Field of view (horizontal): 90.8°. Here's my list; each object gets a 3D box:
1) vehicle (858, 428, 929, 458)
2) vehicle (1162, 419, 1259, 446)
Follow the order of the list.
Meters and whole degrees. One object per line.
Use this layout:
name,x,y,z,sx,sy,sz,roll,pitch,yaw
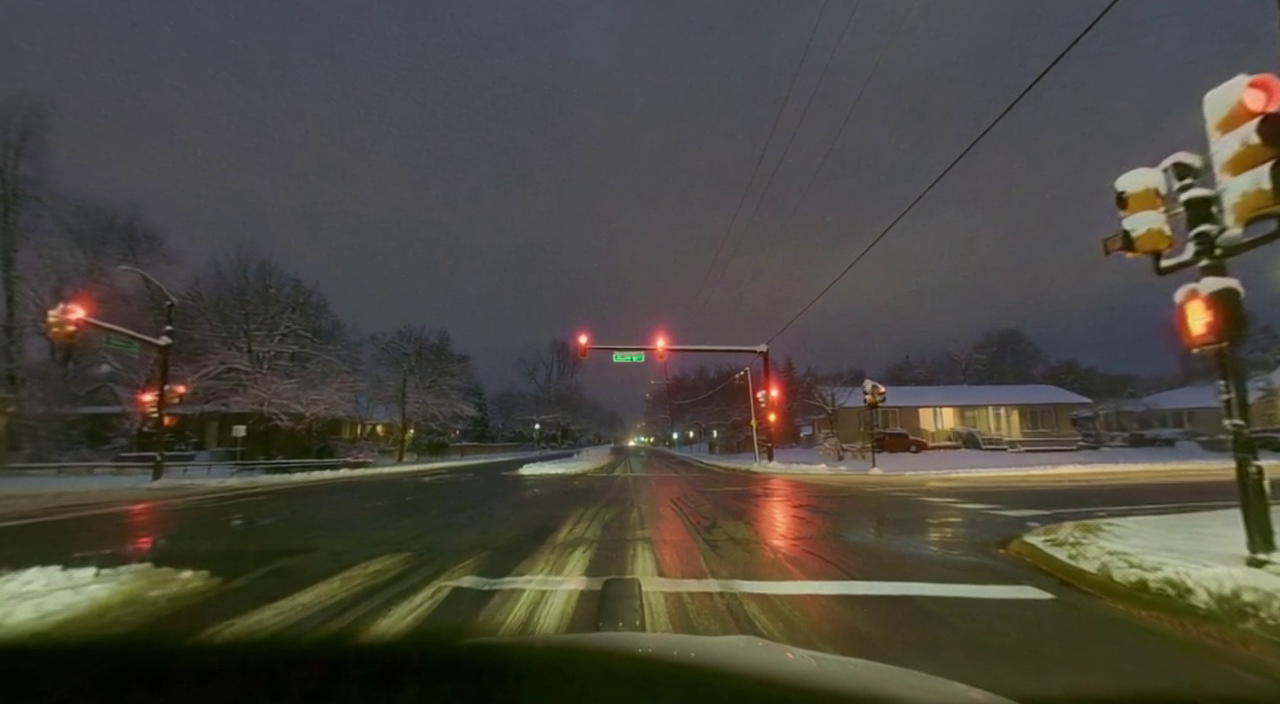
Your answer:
vehicle,14.958,5.442,37.533,1.959,1.471,4.570,-4,-8,-4
vehicle,34.092,4.888,37.910,1.832,1.521,4.266,0,-9,0
